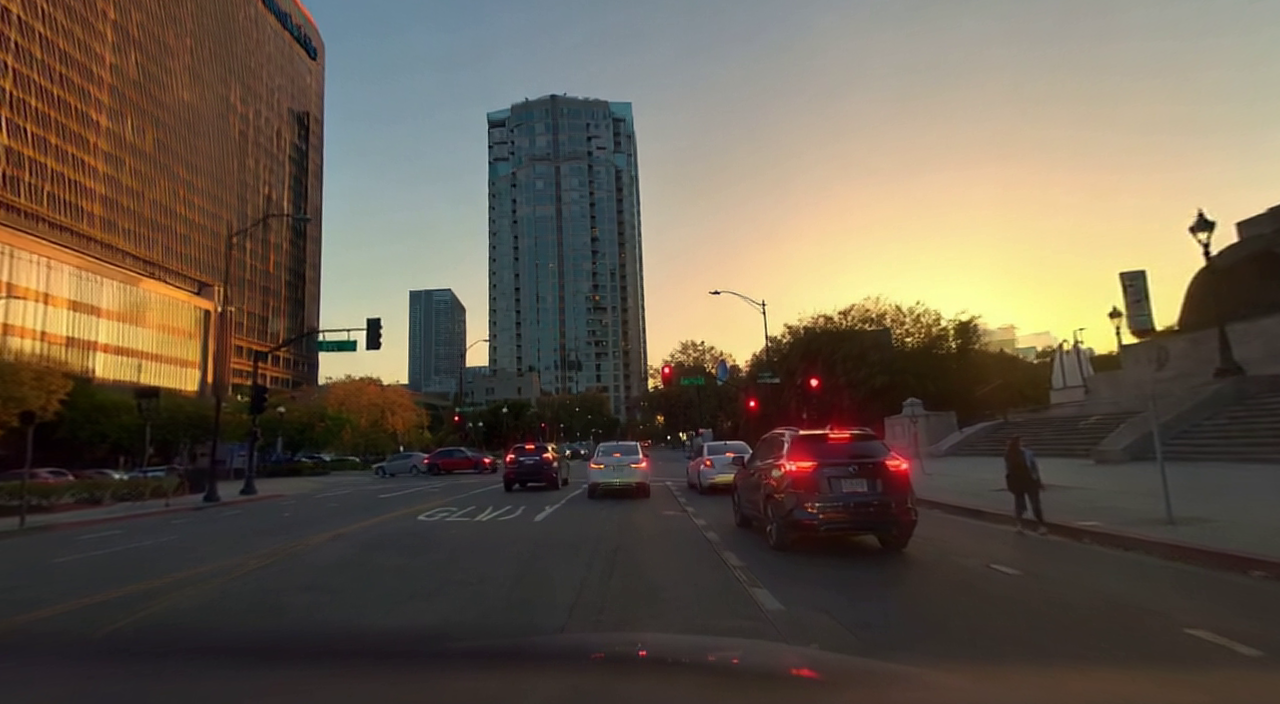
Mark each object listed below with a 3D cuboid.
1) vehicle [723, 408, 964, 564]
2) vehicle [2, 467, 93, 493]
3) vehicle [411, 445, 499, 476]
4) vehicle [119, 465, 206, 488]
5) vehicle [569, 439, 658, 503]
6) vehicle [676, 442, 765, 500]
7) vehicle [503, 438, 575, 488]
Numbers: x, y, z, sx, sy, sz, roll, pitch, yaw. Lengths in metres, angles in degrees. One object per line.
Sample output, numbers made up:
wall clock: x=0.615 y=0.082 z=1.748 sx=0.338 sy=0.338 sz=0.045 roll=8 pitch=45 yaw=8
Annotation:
vehicle: x=2.623 y=1.867 z=9.513 sx=2.096 sy=1.775 sz=4.440 roll=0 pitch=-9 yaw=-1
vehicle: x=-40.221 y=8.705 z=42.928 sx=4.224 sy=1.622 sz=1.808 roll=0 pitch=-9 yaw=-2
vehicle: x=-11.176 y=6.518 z=38.209 sx=4.855 sy=1.769 sz=2.071 roll=3 pitch=-9 yaw=-21
vehicle: x=-32.370 y=8.439 z=42.892 sx=4.392 sy=1.427 sz=1.764 roll=0 pitch=-9 yaw=-1
vehicle: x=-0.643 y=3.102 z=16.951 sx=2.096 sy=1.492 sz=4.071 roll=0 pitch=-9 yaw=-1
vehicle: x=2.193 y=3.361 z=18.308 sx=1.943 sy=1.449 sz=4.202 roll=0 pitch=-9 yaw=-1
vehicle: x=-3.602 y=4.052 z=23.406 sx=2.045 sy=1.633 sz=4.864 roll=0 pitch=-9 yaw=-2
